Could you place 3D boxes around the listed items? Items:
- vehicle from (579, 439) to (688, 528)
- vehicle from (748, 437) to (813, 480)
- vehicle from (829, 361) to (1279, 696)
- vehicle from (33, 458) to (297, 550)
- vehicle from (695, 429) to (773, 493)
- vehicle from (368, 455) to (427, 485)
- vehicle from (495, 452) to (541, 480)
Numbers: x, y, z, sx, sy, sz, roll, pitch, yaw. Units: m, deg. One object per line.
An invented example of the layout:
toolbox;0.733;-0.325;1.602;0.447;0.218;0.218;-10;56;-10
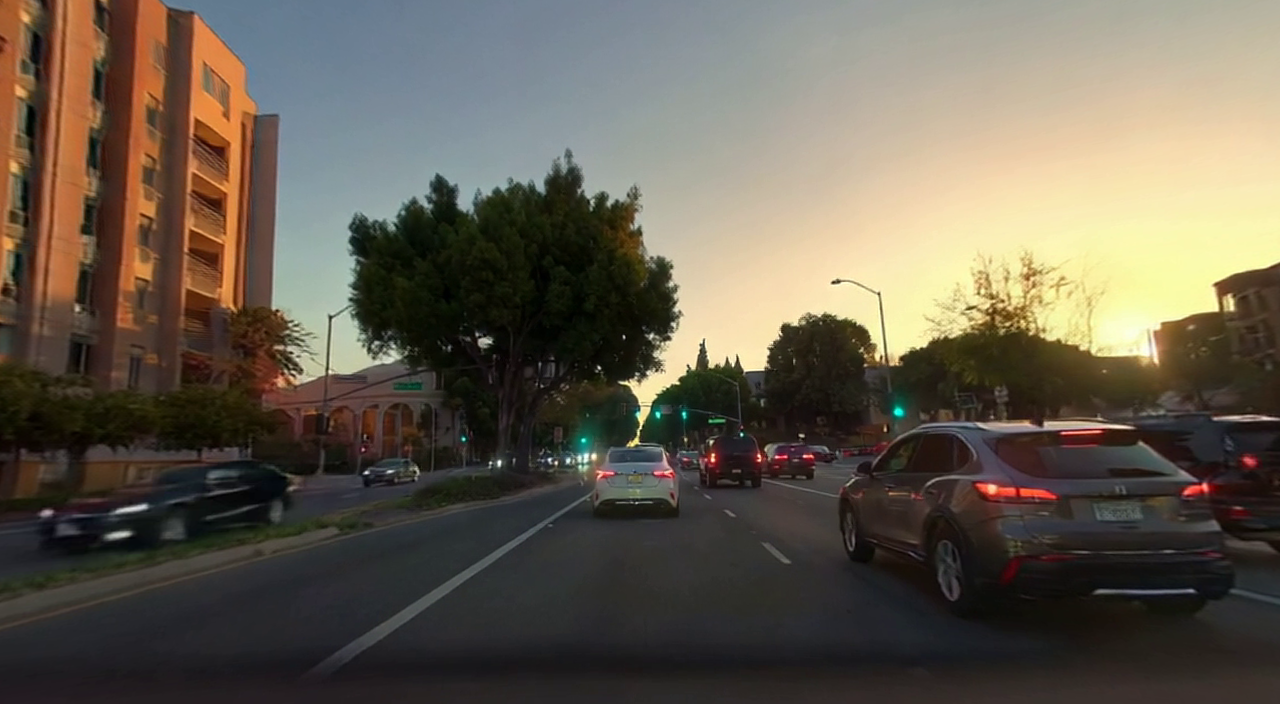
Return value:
vehicle;-0.078;2.854;14.213;2.111;1.676;4.018;0;-9;1
vehicle;7.951;6.092;36.130;2.627;2.252;5.236;0;-9;1
vehicle;3.453;1.356;5.977;1.982;1.960;4.427;0;-9;1
vehicle;-9.374;2.976;13.026;1.933;1.469;4.516;0;-9;0
vehicle;3.902;4.668;27.311;2.516;2.481;5.766;0;-9;0
vehicle;-15.442;7.504;40.199;1.968;1.675;4.382;0;-9;1
vehicle;-8.325;7.786;43.286;2.133;1.771;4.611;0;-9;2
